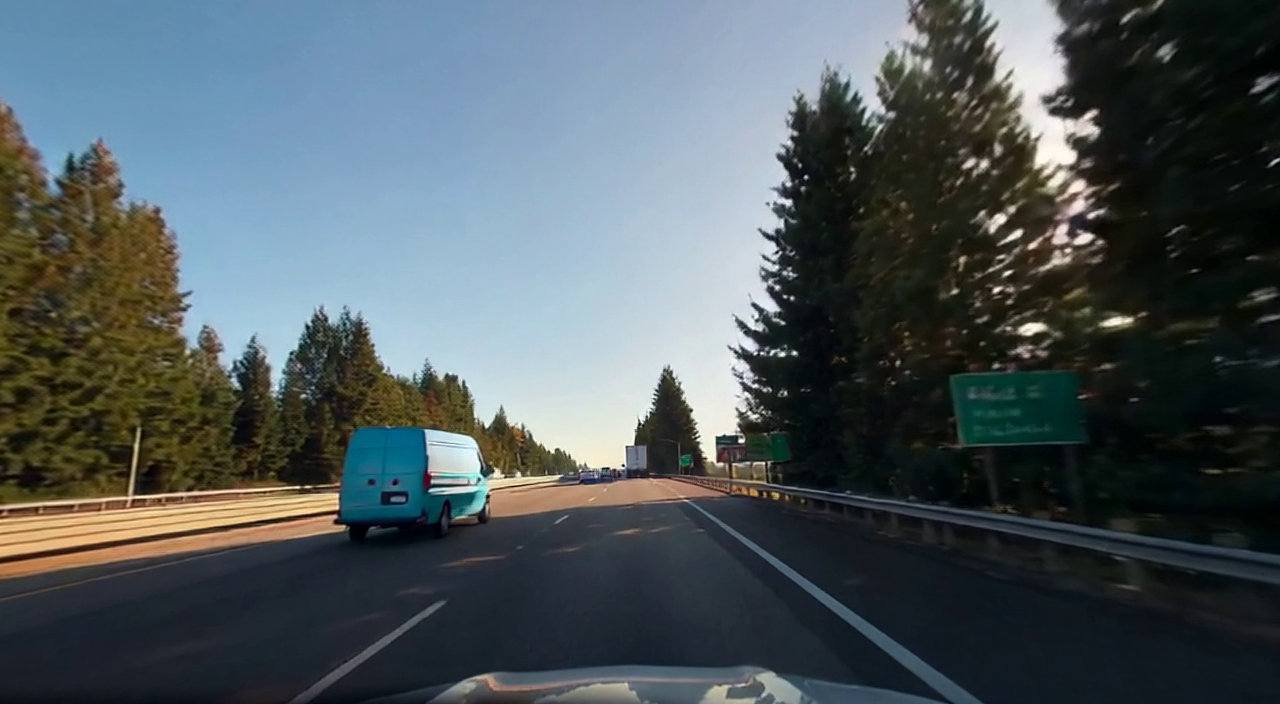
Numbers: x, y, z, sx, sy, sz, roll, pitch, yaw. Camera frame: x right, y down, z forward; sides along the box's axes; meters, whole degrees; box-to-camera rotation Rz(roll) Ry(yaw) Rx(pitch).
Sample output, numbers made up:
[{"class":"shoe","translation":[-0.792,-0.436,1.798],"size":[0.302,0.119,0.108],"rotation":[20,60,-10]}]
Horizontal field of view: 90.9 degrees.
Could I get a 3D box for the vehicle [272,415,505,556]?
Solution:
[{"class":"vehicle","translation":[-4.109,2.339,11.449],"size":[2.208,1.973,4.716],"rotation":[1,-10,0]}]
